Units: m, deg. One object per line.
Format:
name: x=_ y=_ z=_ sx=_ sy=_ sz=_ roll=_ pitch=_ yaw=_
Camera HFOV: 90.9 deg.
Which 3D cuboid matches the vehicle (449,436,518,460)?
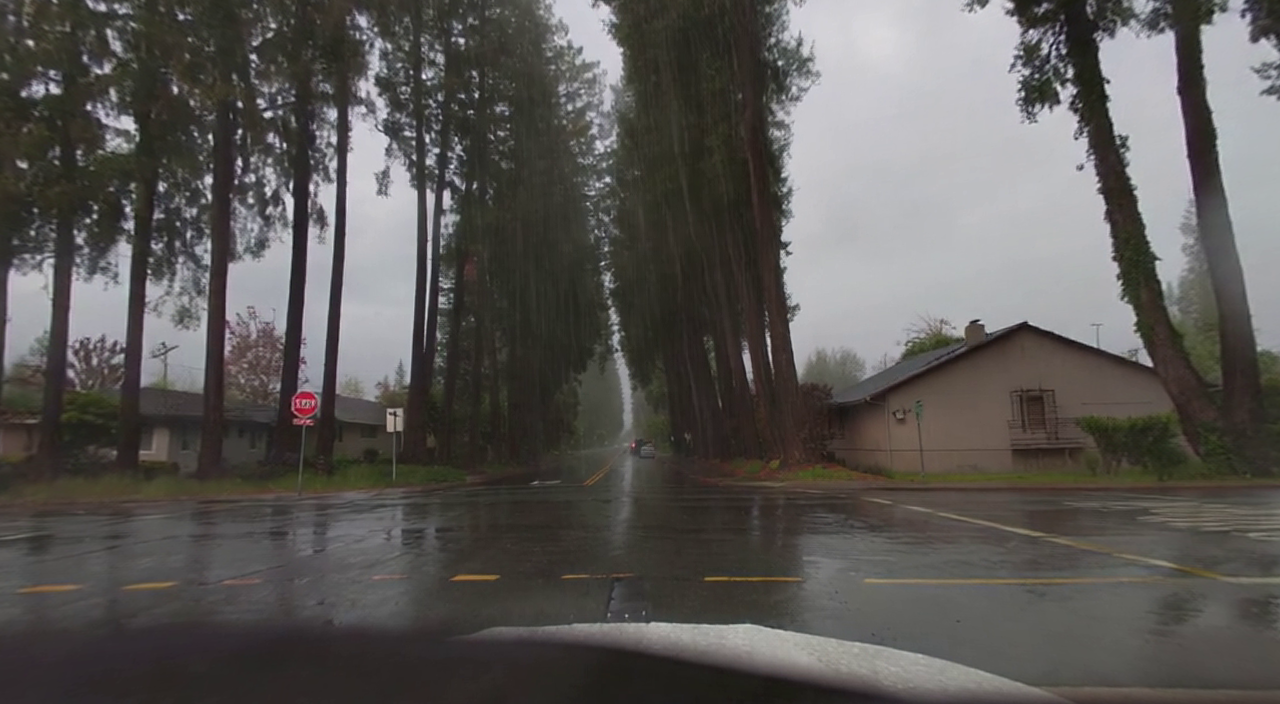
vehicle: x=-11.670 y=7.194 z=47.251 sx=4.622 sy=1.782 sz=1.836 roll=0 pitch=-8 yaw=1
